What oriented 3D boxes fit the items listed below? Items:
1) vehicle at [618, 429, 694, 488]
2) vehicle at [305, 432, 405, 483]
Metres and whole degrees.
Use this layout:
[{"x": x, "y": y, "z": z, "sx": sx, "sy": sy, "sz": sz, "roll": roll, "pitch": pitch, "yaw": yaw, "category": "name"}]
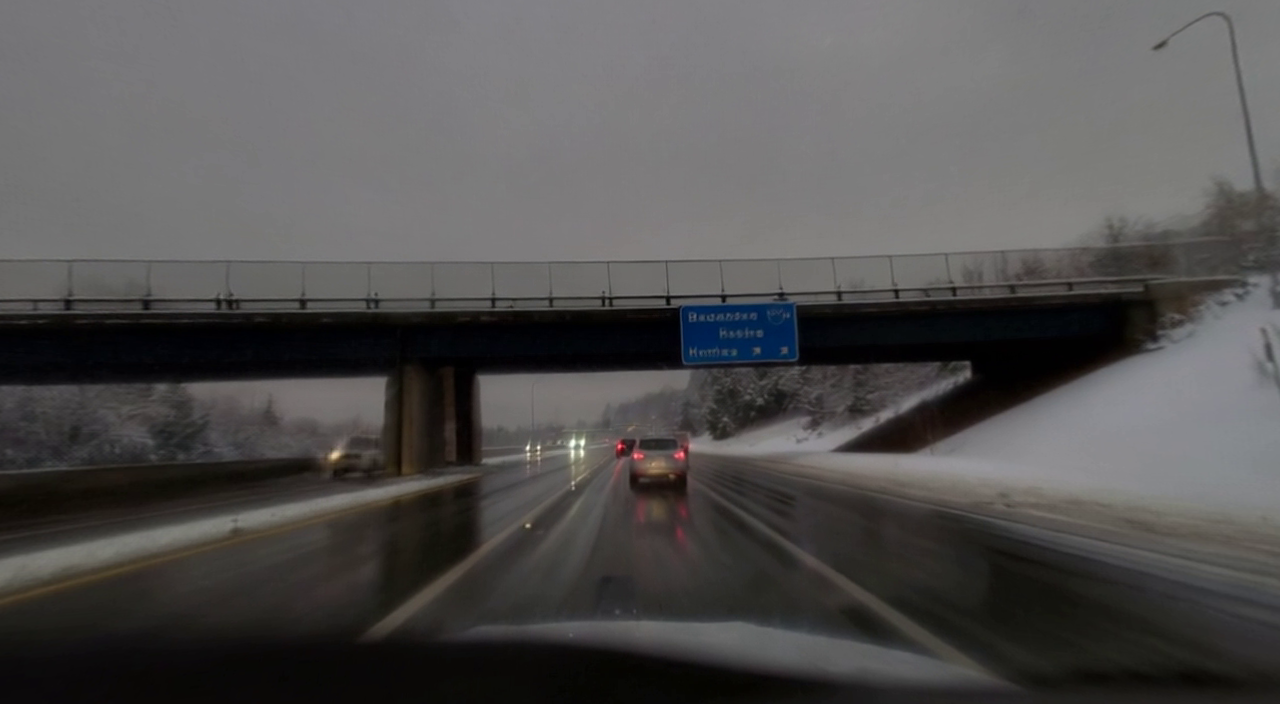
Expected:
[{"x": 0.378, "y": 3.306, "z": 19.874, "sx": 2.092, "sy": 1.636, "sz": 4.024, "roll": 0, "pitch": -8, "yaw": -3, "category": "vehicle"}, {"x": -11.766, "y": 4.366, "z": 26.415, "sx": 2.082, "sy": 1.833, "sz": 4.755, "roll": -2, "pitch": -8, "yaw": -1, "category": "vehicle"}]
